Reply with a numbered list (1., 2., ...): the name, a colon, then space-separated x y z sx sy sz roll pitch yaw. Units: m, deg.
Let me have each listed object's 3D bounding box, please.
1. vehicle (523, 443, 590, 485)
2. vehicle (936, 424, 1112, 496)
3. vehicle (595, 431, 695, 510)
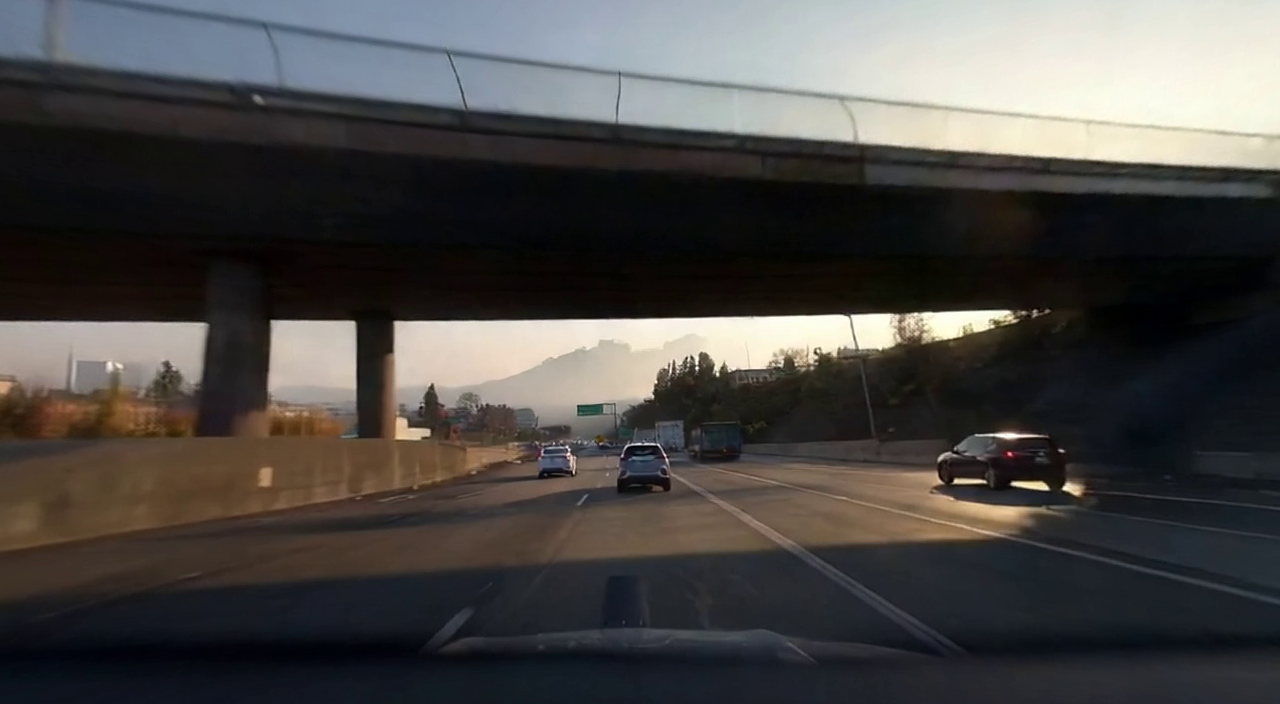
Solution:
1. vehicle: -3.170 4.354 24.800 2.011 1.510 4.698 0 -9 0
2. vehicle: 10.642 3.023 17.929 2.133 1.770 4.537 0 -9 0
3. vehicle: 0.096 2.793 15.291 2.099 1.640 4.134 0 -9 0
